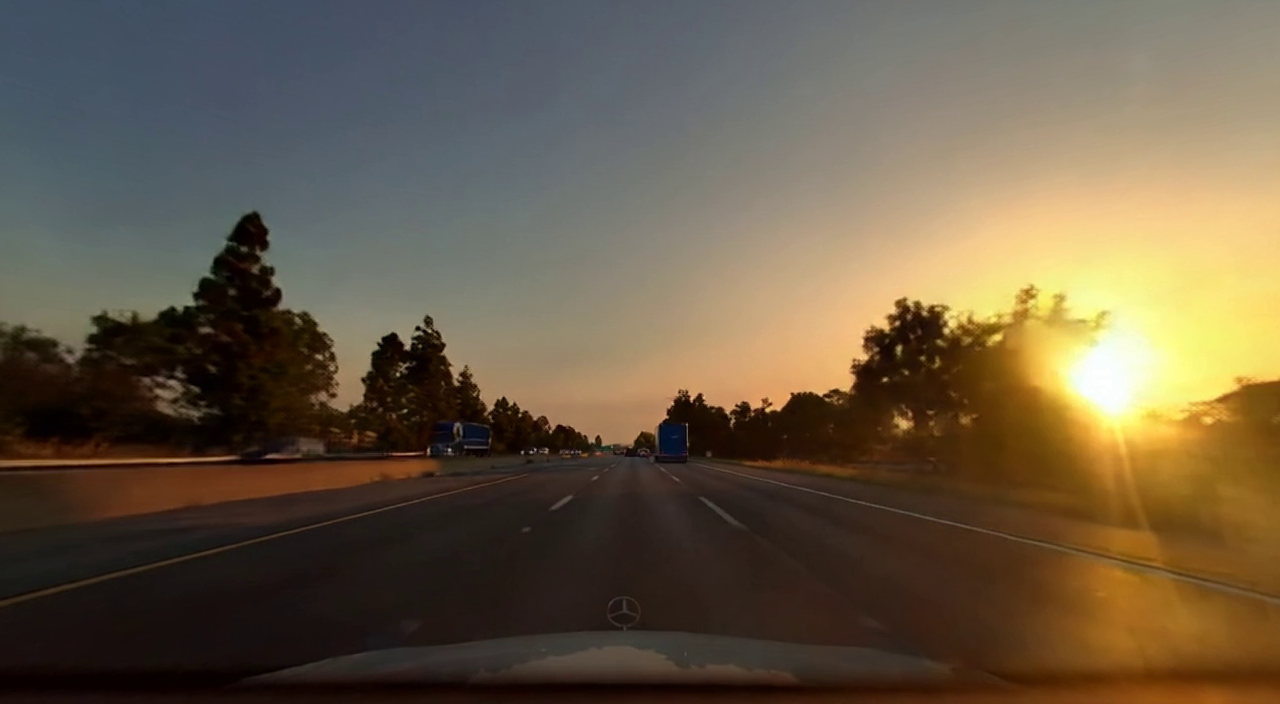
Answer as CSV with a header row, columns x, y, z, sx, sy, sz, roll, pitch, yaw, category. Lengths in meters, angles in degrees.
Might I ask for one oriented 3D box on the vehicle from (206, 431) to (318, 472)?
x,y,z,sx,sy,sz,roll,pitch,yaw,category
-15.366,4.094,25.937,1.893,1.506,4.359,0,-9,-1,vehicle
